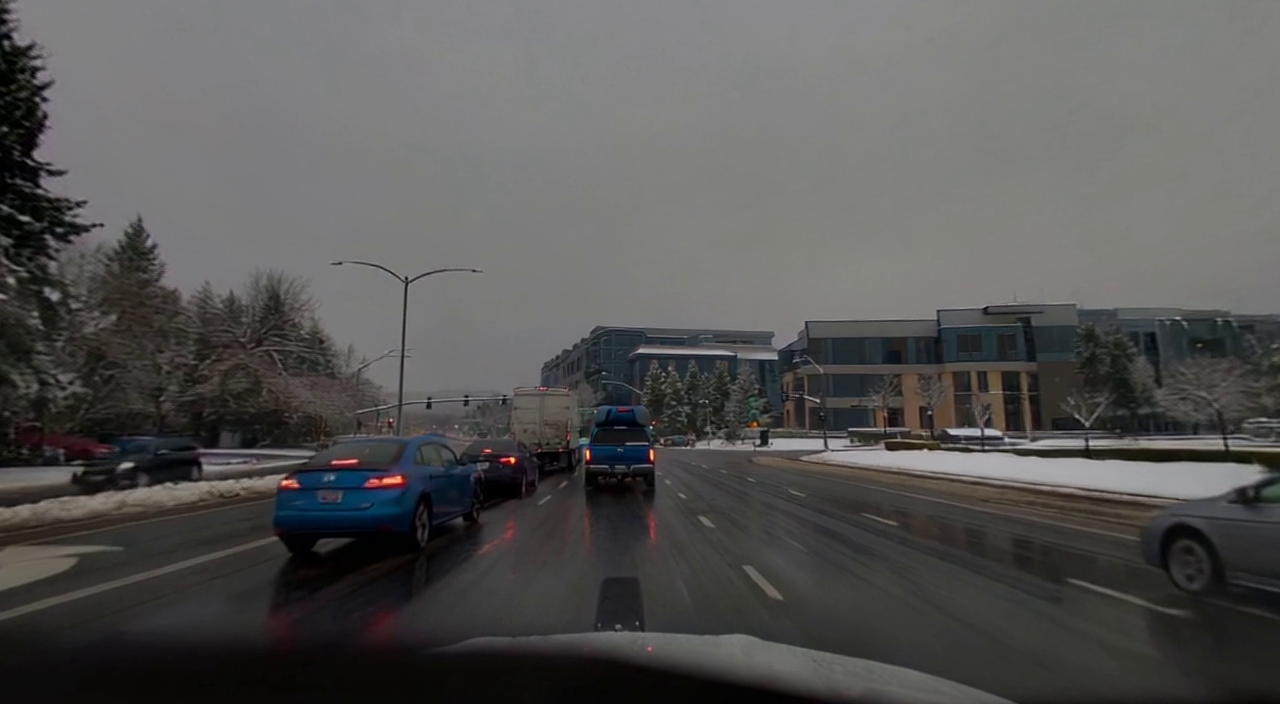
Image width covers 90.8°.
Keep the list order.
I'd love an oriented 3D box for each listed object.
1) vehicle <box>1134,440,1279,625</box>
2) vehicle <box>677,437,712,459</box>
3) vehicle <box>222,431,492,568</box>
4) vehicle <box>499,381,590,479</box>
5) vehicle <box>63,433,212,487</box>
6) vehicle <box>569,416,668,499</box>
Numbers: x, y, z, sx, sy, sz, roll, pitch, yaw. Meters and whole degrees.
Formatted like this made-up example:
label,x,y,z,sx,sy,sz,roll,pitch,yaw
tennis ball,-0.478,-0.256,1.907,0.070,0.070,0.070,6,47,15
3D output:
label,x,y,z,sx,sy,sz,roll,pitch,yaw
vehicle,6.037,1.249,3.835,2.077,1.424,4.869,0,-8,-1
vehicle,3.955,7.052,46.556,1.967,1.480,4.286,1,-8,-4
vehicle,-3.569,1.905,9.029,1.904,1.460,4.300,0,-8,-1
vehicle,-4.192,3.945,30.993,2.918,3.741,13.683,0,-8,-2
vehicle,-19.014,4.069,24.244,2.089,1.861,4.615,0,-8,-4
vehicle,-0.567,2.734,16.764,2.260,1.872,4.578,0,-8,-2
